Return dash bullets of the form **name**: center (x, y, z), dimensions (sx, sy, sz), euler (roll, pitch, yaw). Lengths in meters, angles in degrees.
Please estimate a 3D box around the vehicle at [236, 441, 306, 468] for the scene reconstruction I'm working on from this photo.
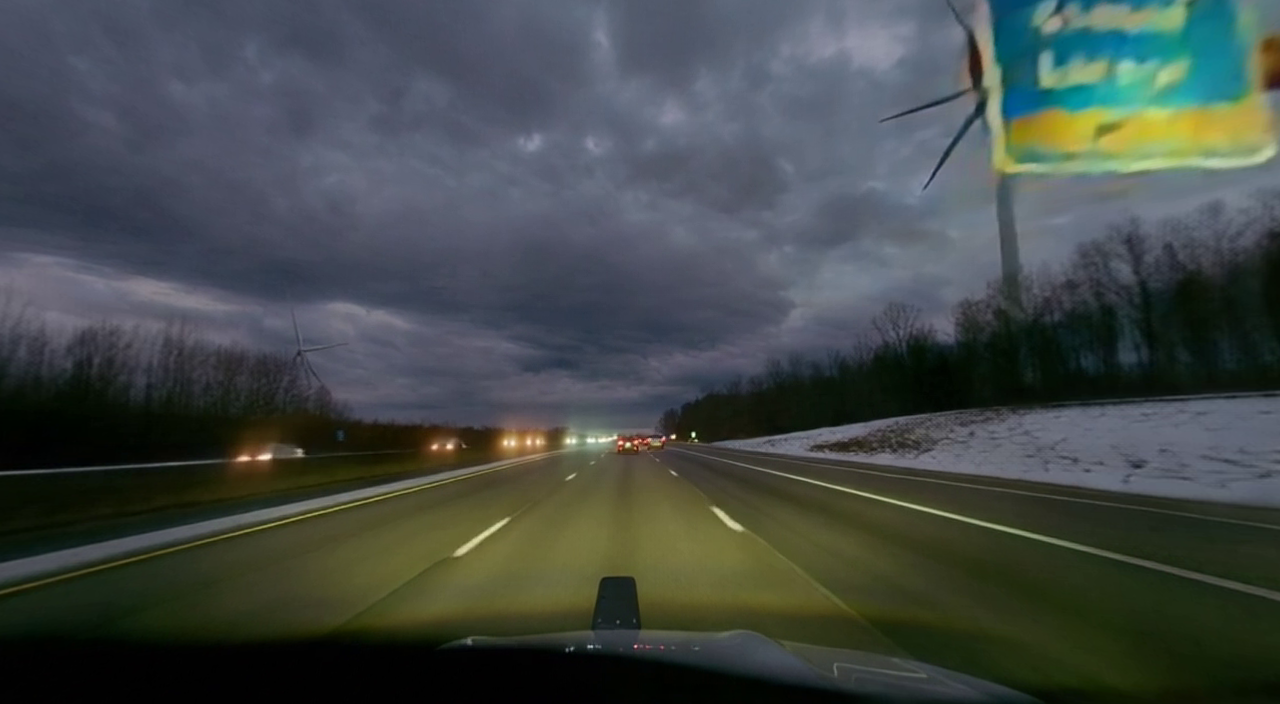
- **vehicle**: center (-23.775, 6.603, 40.740), dimensions (1.883, 1.640, 4.409), euler (0, -8, -1)

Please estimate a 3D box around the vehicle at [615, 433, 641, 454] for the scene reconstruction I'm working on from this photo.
- **vehicle**: center (-0.927, 6.913, 47.728), dimensions (1.892, 1.496, 3.575), euler (0, -8, -2)
